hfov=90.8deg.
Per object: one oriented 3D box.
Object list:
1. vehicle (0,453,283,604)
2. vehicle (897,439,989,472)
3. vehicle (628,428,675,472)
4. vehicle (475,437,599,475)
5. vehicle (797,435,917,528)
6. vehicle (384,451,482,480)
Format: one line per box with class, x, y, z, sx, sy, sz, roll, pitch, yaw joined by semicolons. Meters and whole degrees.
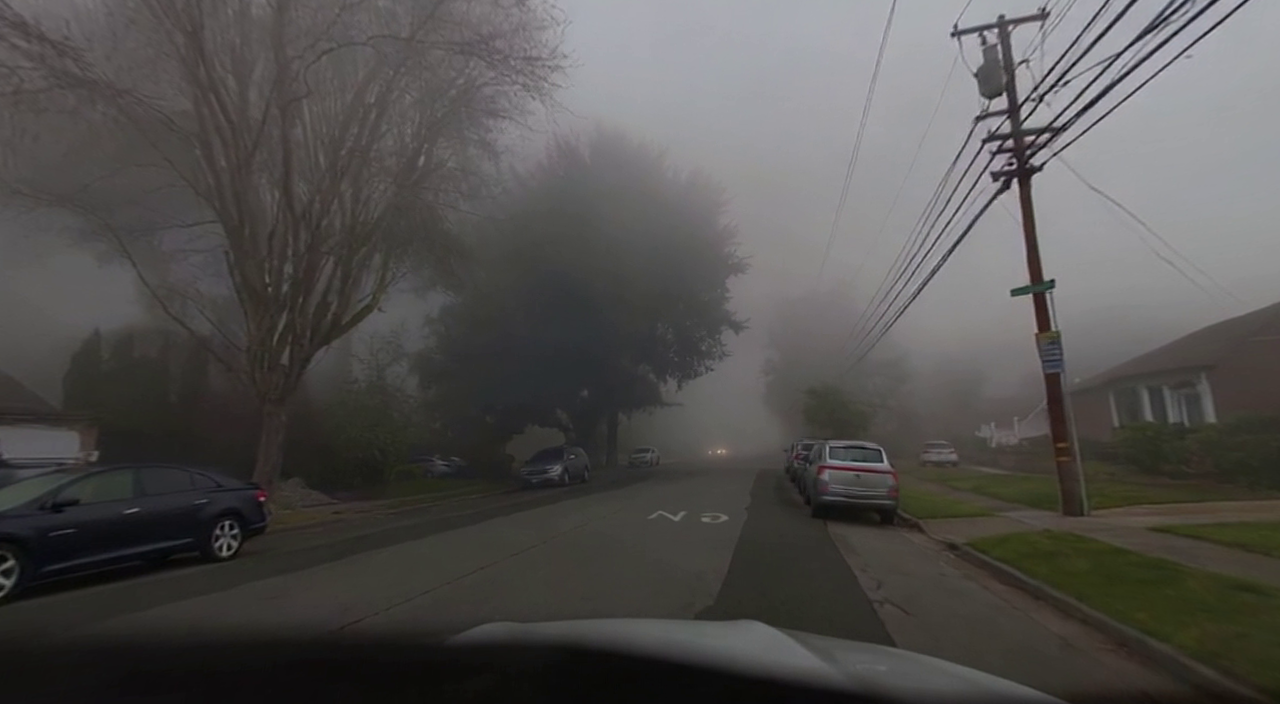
vehicle;-7.066;2.015;7.844;1.968;1.449;4.502;-2;-9;13
vehicle;16.131;5.537;33.883;4.075;1.674;1.811;-2;-9;13
vehicle;0.908;6.954;45.136;2.199;2.902;5.848;-2;-9;12
vehicle;-5.802;5.849;35.807;6.488;2.009;2.354;-2;-9;12
vehicle;4.136;2.477;12.566;1.908;1.572;3.105;-2;-9;13
vehicle;-10.662;5.858;32.672;4.481;1.420;1.712;-1;-9;9
